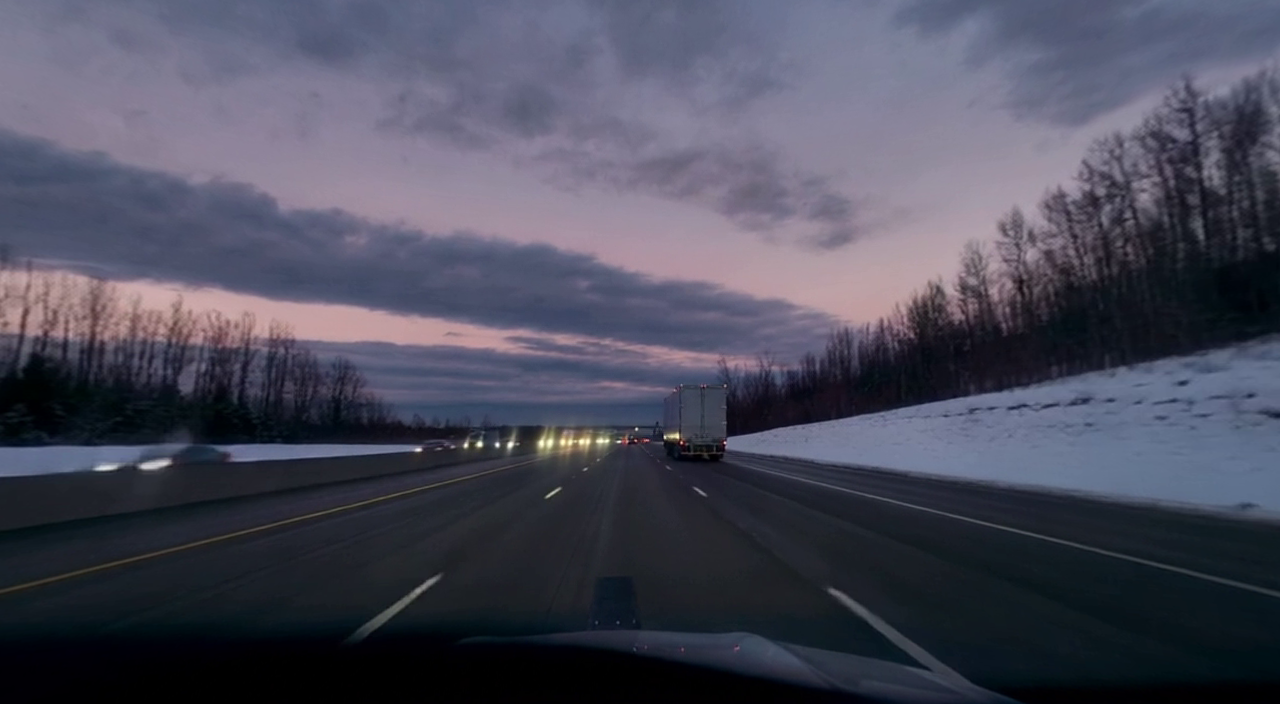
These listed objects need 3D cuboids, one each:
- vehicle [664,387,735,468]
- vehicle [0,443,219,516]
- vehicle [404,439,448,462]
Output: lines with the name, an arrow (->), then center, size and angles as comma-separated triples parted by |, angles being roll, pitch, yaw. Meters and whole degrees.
vehicle -> 3.340, 4.866, 40.080 | 2.979, 4.161, 15.508 | 1, -7, 0
vehicle -> -12.475, 2.961, 15.203 | 1.803, 1.450, 4.054 | 0, -8, -1
vehicle -> -16.076, 7.397, 47.421 | 1.938, 1.579, 4.138 | 0, -8, -1
